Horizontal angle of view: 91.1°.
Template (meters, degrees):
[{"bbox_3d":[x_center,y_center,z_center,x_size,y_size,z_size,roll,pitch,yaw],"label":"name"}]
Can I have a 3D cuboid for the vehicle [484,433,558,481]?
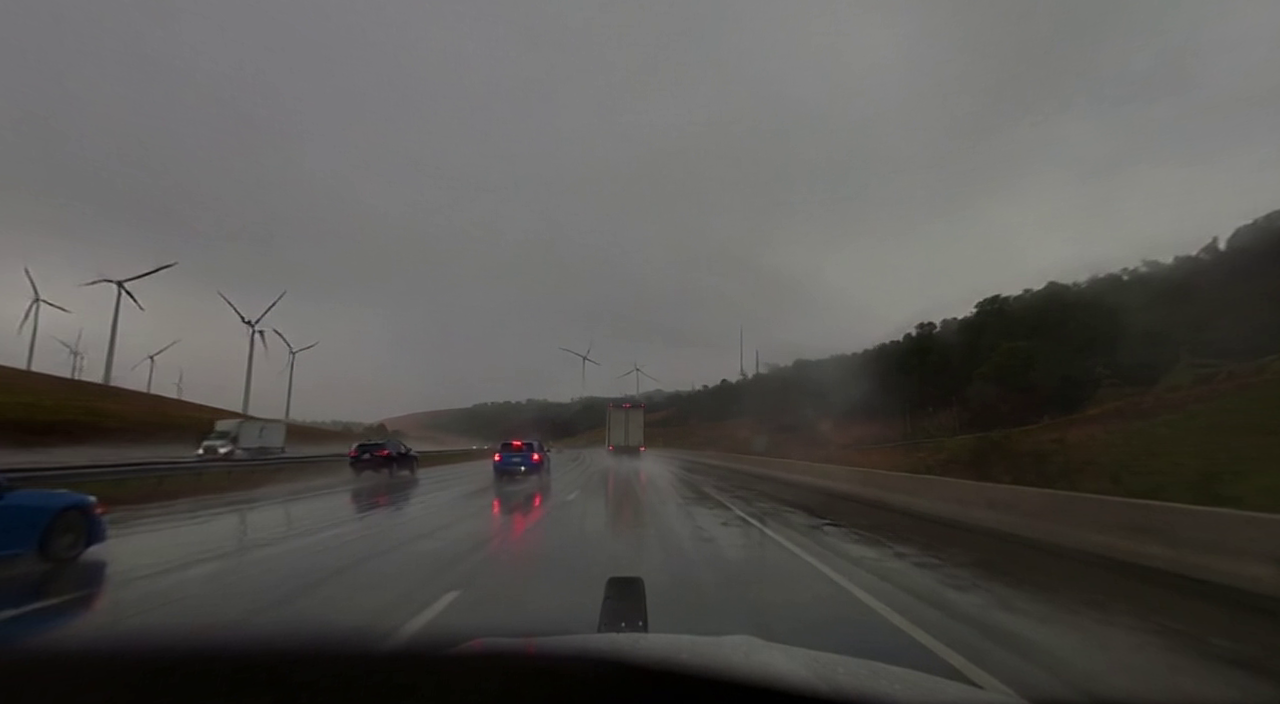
[{"bbox_3d":[-4.458,3.994,24.170,2.109,1.684,3.783,0,-8,0],"label":"vehicle"}]

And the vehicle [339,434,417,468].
[{"bbox_3d":[-15.162,5.756,36.760,2.285,1.835,5.672,0,-8,-2],"label":"vehicle"}]

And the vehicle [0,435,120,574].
[{"bbox_3d":[-8.086,1.539,5.999,2.271,1.488,4.597,0,-8,0],"label":"vehicle"}]
